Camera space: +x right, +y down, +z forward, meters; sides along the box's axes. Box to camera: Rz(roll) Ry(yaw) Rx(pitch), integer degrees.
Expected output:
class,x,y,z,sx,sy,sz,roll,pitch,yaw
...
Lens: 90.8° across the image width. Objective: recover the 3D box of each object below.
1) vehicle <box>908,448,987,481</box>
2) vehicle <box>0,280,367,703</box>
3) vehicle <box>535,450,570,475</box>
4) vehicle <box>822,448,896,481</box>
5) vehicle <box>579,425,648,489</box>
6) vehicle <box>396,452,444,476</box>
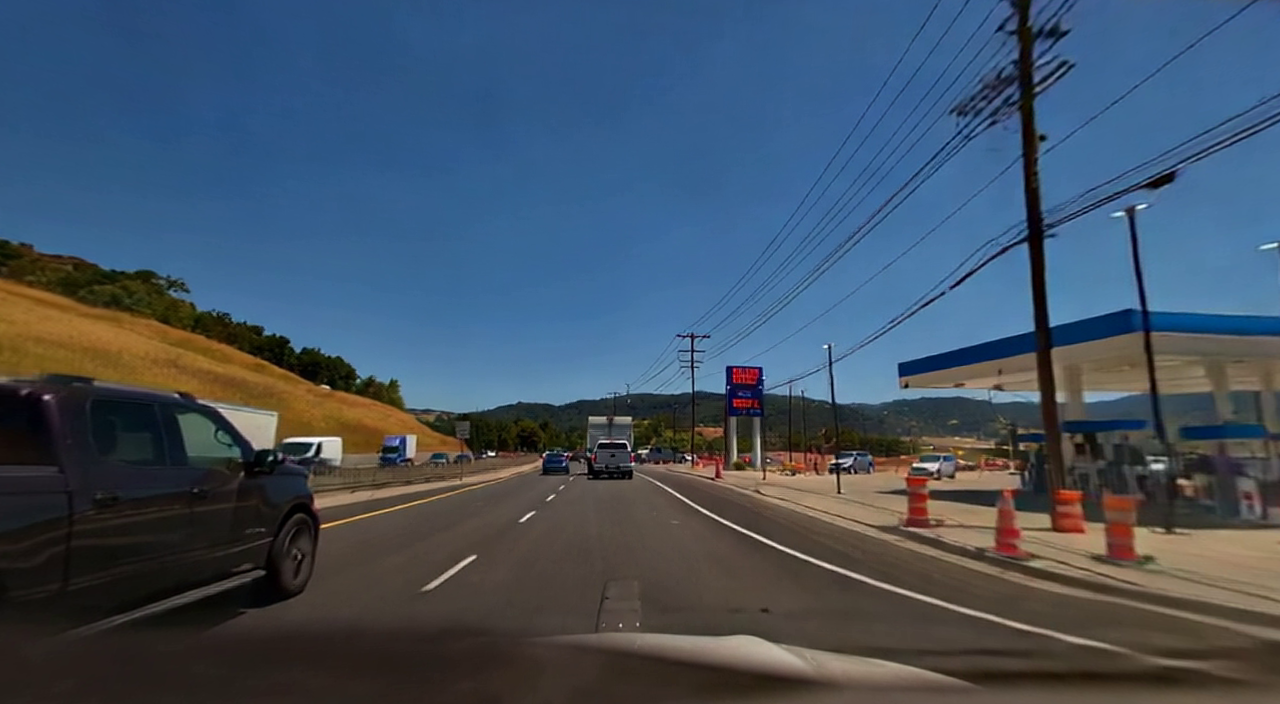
class,x,y,z,sx,sy,sz,roll,pitch,yaw
vehicle,18.821,6.805,38.586,5.424,1.844,2.255,7,-11,-40
vehicle,-3.815,0.817,3.215,2.345,2.012,5.693,0,-9,-1
vehicle,-5.637,7.172,41.172,1.972,1.496,4.150,1,-9,-4
vehicle,14.031,7.106,40.323,5.331,1.917,2.166,8,-12,-43
vehicle,-1.085,4.211,25.556,2.486,2.280,5.291,0,-9,-3
vehicle,-15.038,7.644,43.342,1.993,1.455,3.967,0,-9,-3
